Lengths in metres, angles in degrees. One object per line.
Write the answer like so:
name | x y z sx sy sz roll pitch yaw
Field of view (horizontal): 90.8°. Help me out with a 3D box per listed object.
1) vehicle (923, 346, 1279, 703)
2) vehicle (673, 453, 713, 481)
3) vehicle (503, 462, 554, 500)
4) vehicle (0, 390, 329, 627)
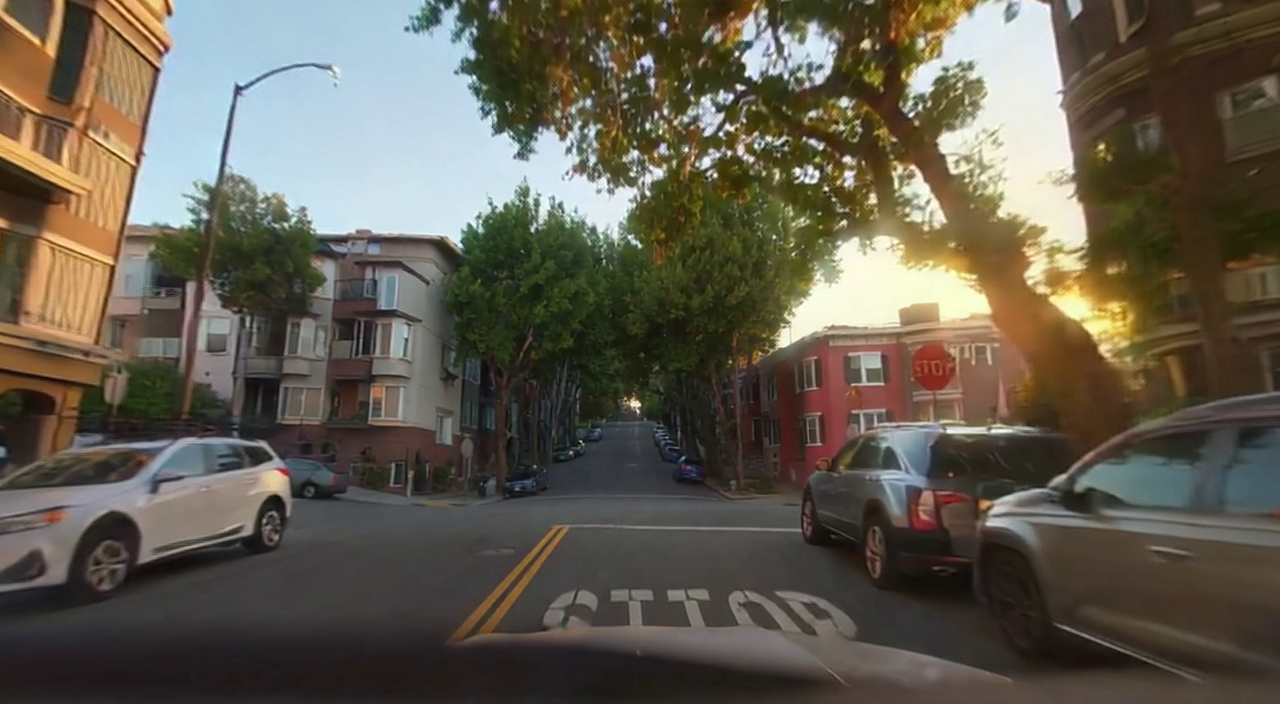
vehicle | 3.343 0.861 2.430 2.154 1.699 4.591 0 -8 -3
vehicle | 3.400 7.482 41.418 2.051 1.526 4.673 0 -7 -2
vehicle | -5.887 6.848 33.790 1.987 1.662 4.141 -2 -8 -1
vehicle | -6.095 1.712 7.730 2.076 1.913 5.060 -2 -9 -1
